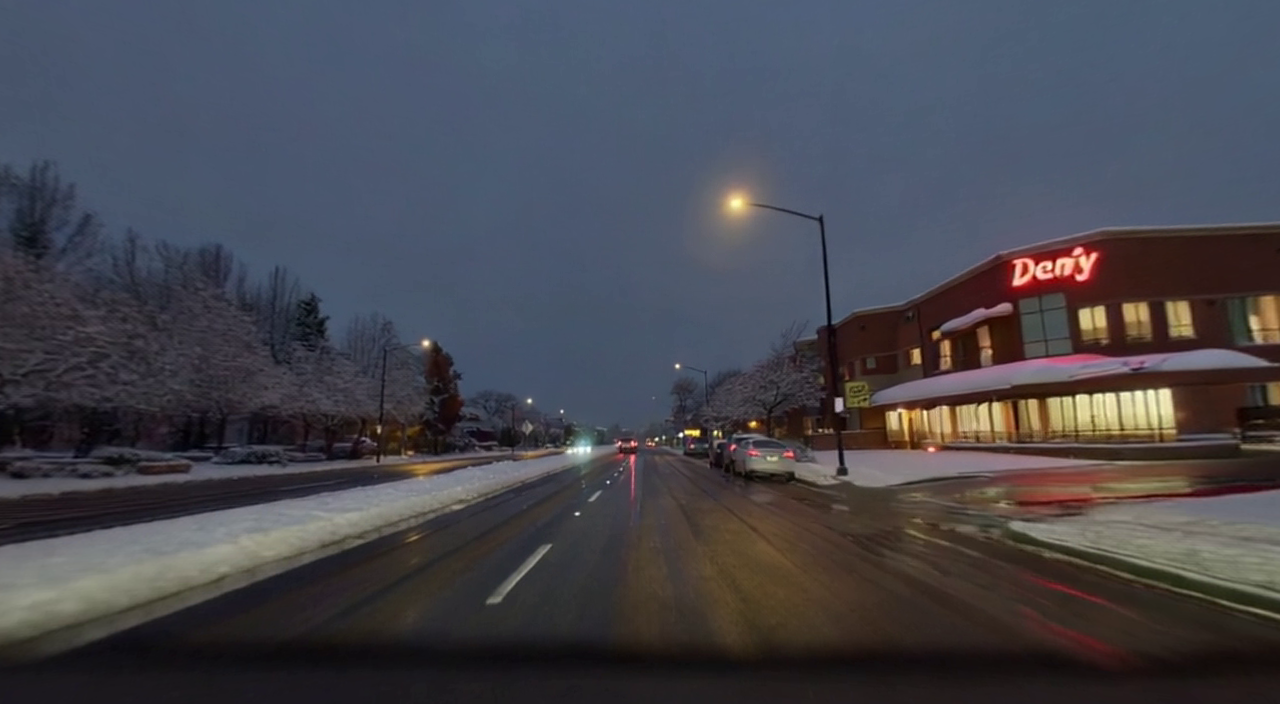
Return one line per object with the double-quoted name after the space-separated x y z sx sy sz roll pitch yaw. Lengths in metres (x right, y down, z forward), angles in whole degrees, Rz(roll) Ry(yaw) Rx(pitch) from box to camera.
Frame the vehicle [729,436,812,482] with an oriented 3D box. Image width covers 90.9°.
4.700 3.930 23.557 2.085 1.509 5.134 0 -8 1 "vehicle"
